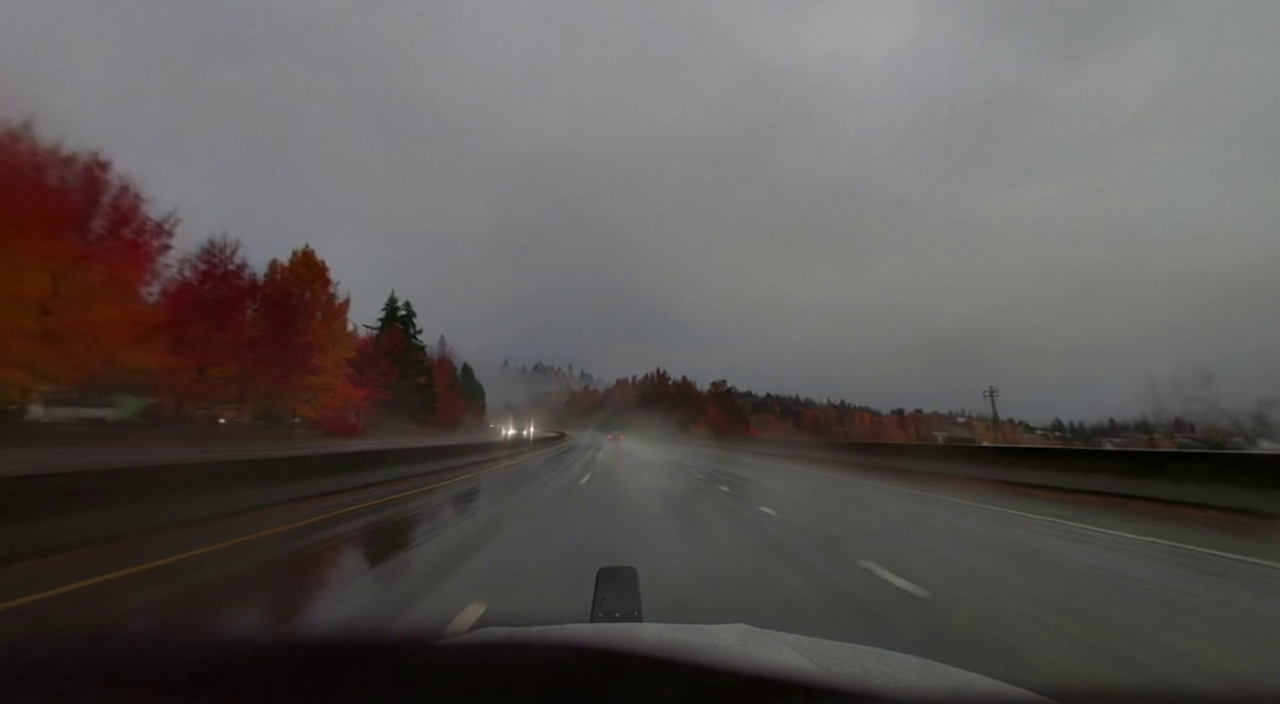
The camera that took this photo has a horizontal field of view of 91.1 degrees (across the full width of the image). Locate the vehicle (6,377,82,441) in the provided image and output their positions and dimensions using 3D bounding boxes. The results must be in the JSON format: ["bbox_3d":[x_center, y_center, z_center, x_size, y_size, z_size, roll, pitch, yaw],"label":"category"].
[{"bbox_3d":[-43.768,4.051,46.064,6.538,4.314,3.494,-3,-5,44],"label":"vehicle"}]
